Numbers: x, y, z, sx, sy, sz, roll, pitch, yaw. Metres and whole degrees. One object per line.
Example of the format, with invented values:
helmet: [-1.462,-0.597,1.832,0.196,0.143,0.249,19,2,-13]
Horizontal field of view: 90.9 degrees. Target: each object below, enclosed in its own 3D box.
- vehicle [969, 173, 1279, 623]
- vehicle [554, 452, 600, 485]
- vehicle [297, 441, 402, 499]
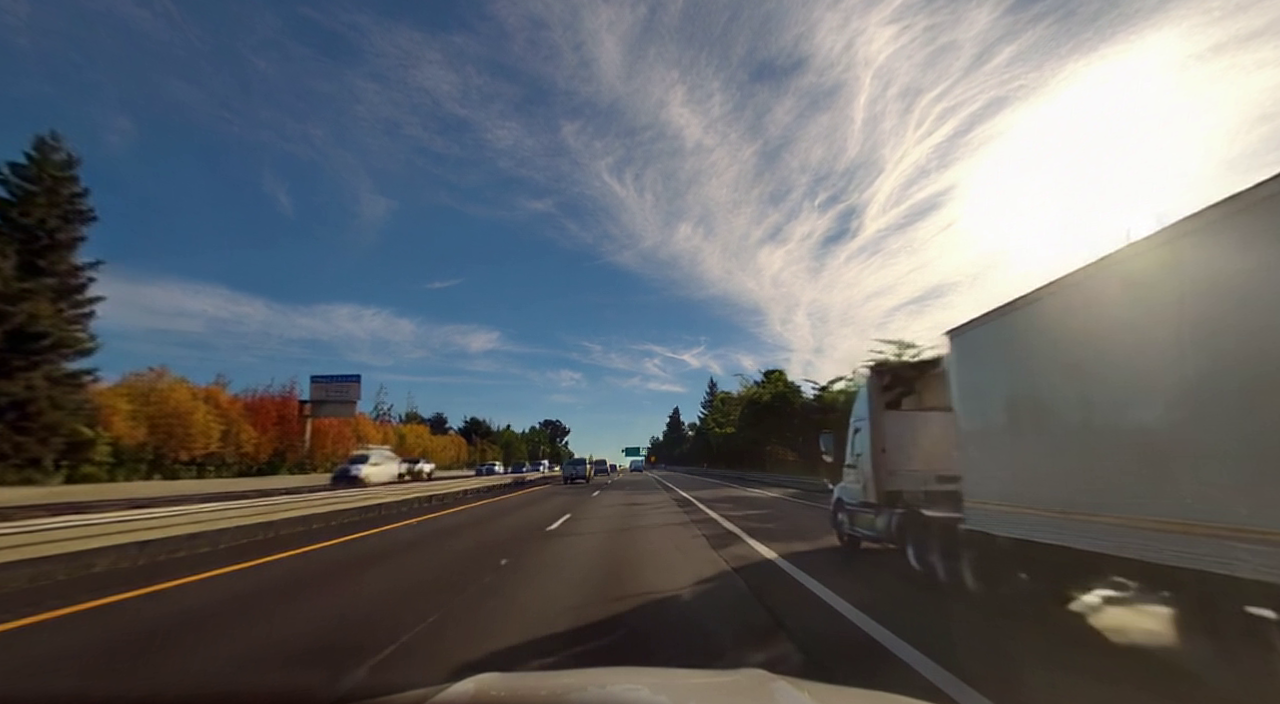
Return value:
vehicle: [7.586,0.513,6.345,3.235,4.088,9.243,-1,-13,-1]
vehicle: [-3.836,7.249,39.171,2.272,1.873,4.832,1,-10,0]
vehicle: [-12.242,5.047,27.035,2.100,2.201,4.873,1,-10,0]
